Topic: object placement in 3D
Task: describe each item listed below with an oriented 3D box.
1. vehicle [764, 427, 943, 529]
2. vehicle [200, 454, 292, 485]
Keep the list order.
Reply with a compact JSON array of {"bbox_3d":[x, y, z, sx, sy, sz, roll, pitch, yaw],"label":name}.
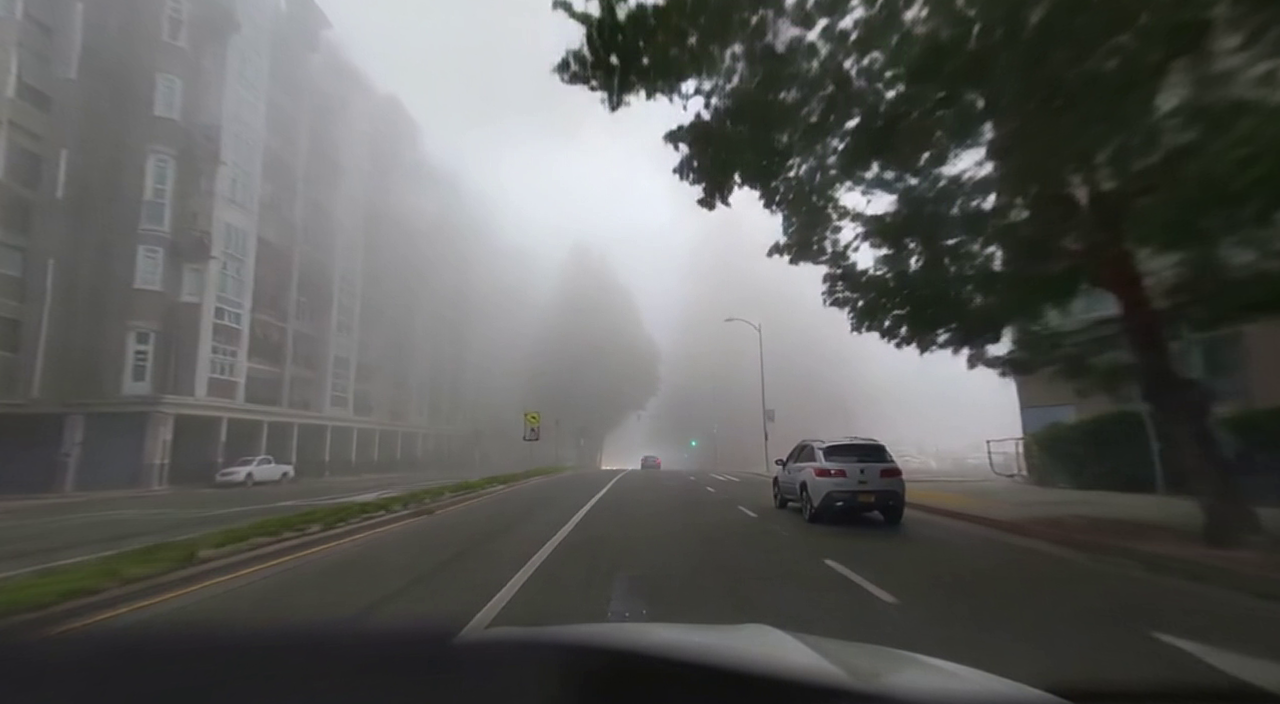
[{"bbox_3d":[3.727,2.268,11.880,1.949,1.583,3.996,0,-9,0],"label":"vehicle"},{"bbox_3d":[-21.259,6.325,34.279,1.864,1.468,4.770,0,-9,1],"label":"vehicle"}]
